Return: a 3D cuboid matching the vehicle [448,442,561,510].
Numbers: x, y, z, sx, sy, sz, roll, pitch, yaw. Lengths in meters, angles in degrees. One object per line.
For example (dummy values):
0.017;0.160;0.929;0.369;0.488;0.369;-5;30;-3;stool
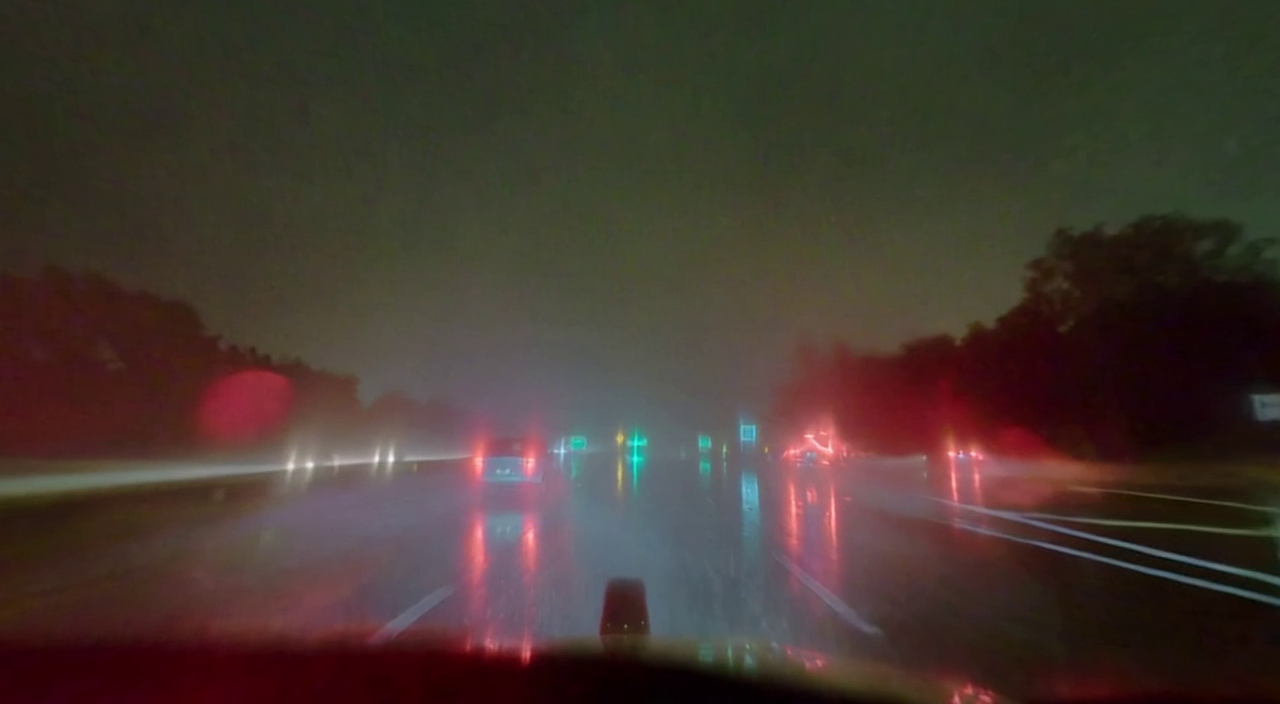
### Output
-3.298;3.080;16.176;1.968;1.504;3.892;0;-8;1;vehicle
